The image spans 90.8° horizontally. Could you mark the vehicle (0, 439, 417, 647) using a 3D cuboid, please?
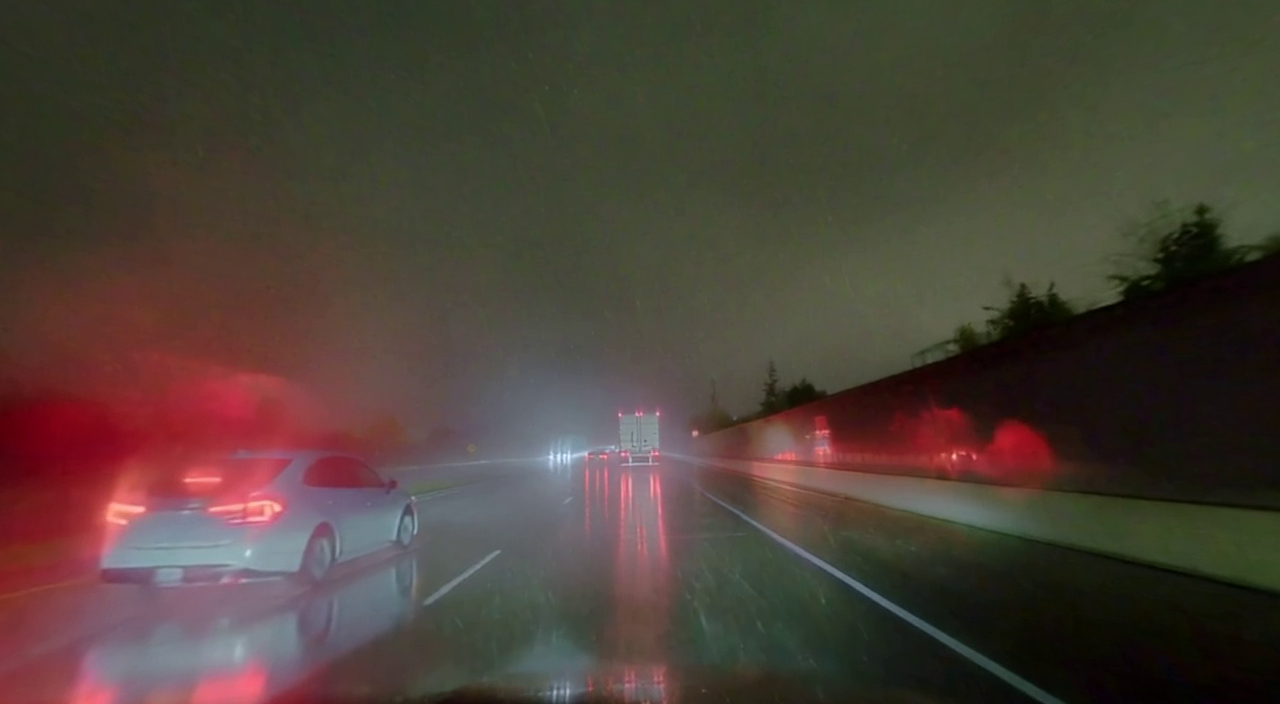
[{"bbox_3d":[-4.014,1.673,6.580,1.839,1.451,4.097,0,-9,1],"label":"vehicle"}]

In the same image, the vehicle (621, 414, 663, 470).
[{"bbox_3d":[-0.022,6.897,47.980,2.864,3.805,9.500,0,-9,-2],"label":"vehicle"}]
